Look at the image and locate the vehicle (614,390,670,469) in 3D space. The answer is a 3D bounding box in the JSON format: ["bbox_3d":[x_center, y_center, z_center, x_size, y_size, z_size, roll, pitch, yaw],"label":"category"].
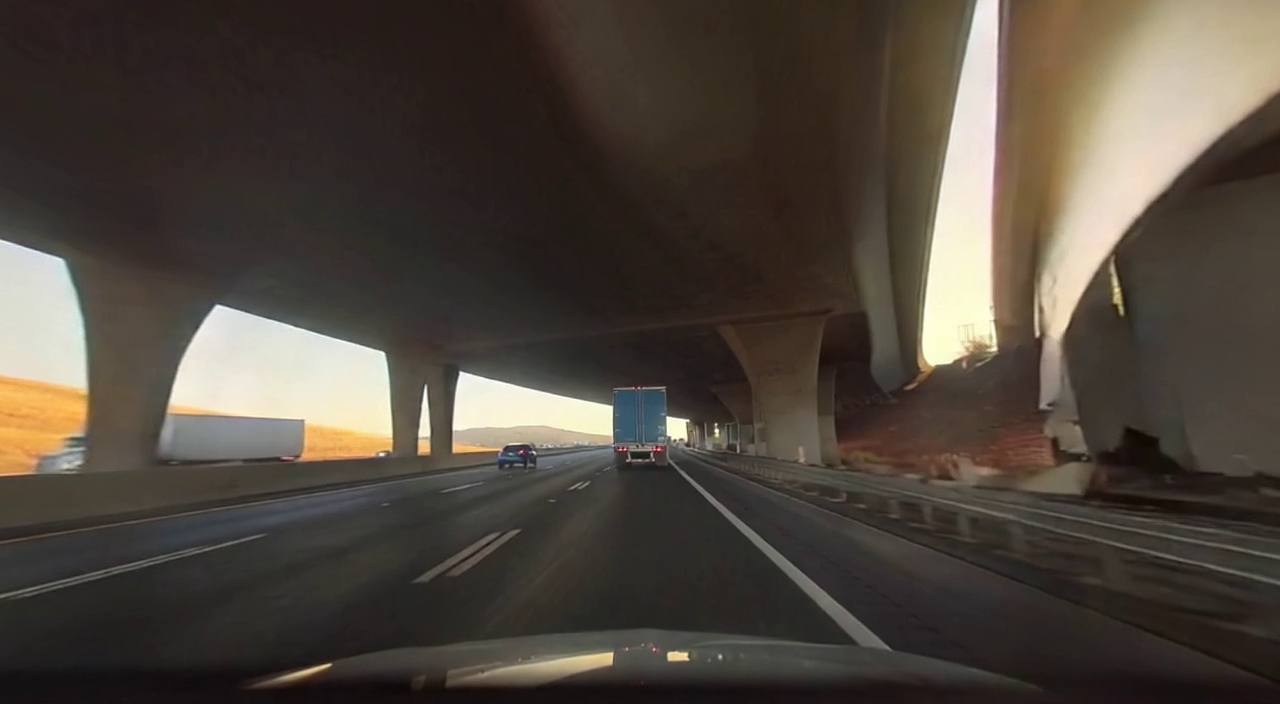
[{"bbox_3d":[0.103,4.816,38.082,2.866,4.014,11.261,0,-8,0],"label":"vehicle"}]

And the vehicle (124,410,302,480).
[{"bbox_3d":[-25.941,5.834,39.472,2.971,3.747,10.999,-1,-9,3],"label":"vehicle"}]

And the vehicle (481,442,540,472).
[{"bbox_3d":[-6.860,5.609,33.933,2.078,1.496,4.563,0,-8,1],"label":"vehicle"}]
